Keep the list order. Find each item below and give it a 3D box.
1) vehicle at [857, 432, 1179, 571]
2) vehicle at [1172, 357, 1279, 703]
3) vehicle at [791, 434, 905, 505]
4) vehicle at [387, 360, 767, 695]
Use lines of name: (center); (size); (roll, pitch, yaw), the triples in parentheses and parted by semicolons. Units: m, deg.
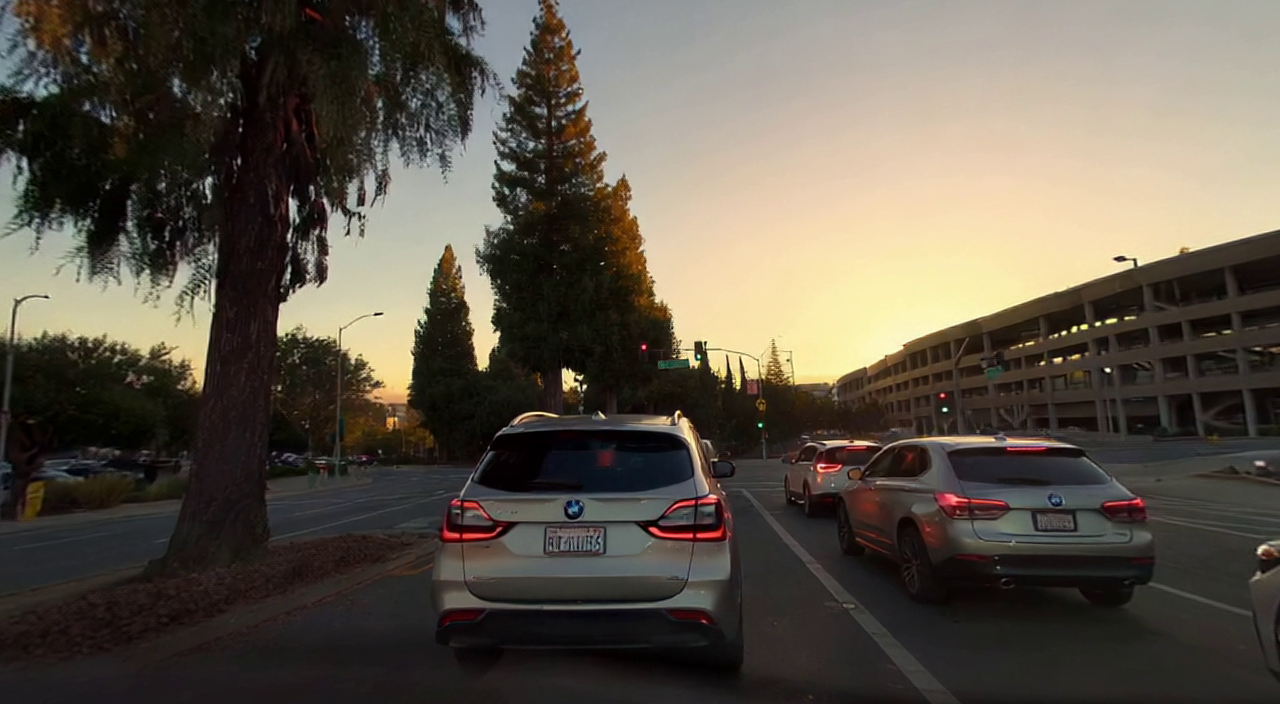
vehicle: (4.900, 1.967, 9.183); (1.963, 1.480, 4.553); (0, -8, 2)
vehicle: (4.066, 0.602, 1.107); (1.993, 1.719, 4.953); (0, -8, 1)
vehicle: (5.327, 3.038, 16.736); (1.994, 1.638, 4.100); (-1, -9, 6)
vehicle: (-0.210, 1.235, 5.565); (2.021, 1.742, 4.295); (-1, -8, 4)
